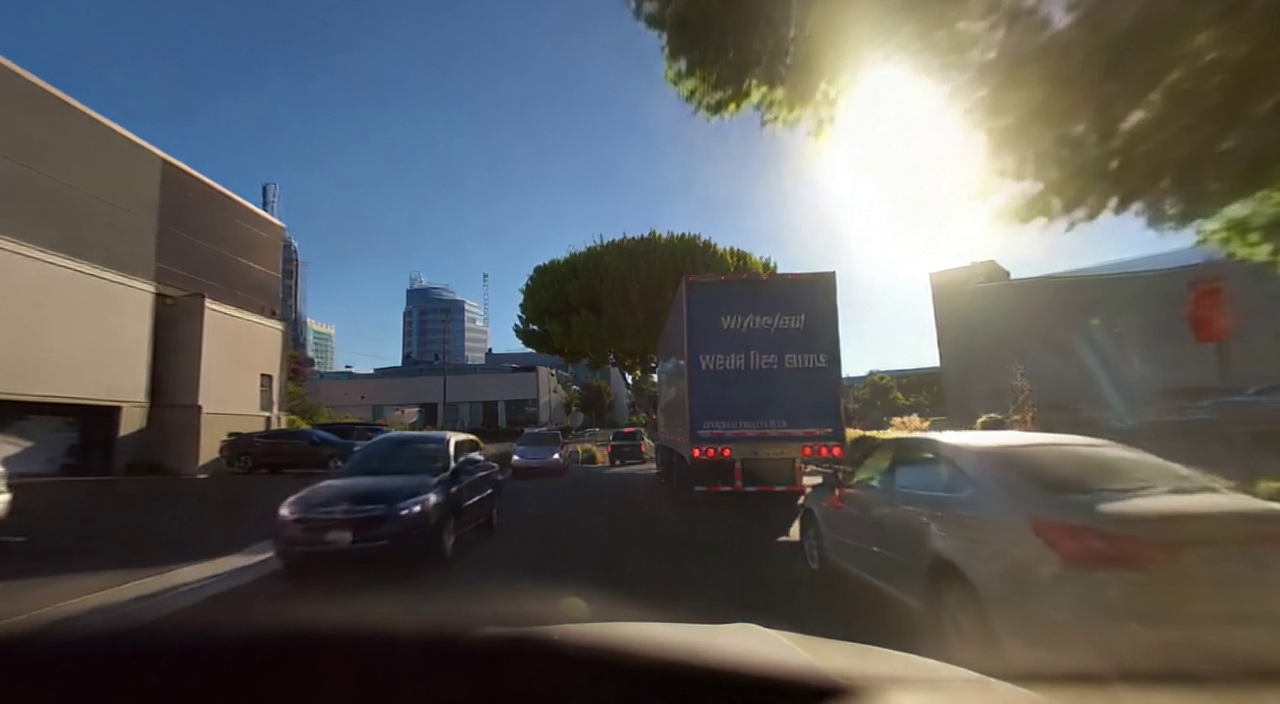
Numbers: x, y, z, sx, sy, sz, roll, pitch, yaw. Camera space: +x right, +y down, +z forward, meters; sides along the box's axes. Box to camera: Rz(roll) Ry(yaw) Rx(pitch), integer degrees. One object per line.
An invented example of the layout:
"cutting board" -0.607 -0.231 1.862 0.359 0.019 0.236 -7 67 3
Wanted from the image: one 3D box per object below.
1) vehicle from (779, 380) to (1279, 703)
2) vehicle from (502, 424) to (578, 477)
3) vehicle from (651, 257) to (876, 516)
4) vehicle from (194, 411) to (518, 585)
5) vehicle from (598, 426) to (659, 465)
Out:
"vehicle" 2.387 1.126 4.404 1.866 1.531 3.579 0 -8 -2
"vehicle" -3.039 3.059 19.863 1.780 1.488 4.043 0 -8 -1
"vehicle" 2.042 1.462 17.175 2.865 4.113 14.471 0 -8 -1
"vehicle" -2.910 1.579 7.742 2.033 1.508 4.298 0 -8 -1
"vehicle" -0.390 3.909 26.405 2.160 1.498 3.909 -1 -8 5
